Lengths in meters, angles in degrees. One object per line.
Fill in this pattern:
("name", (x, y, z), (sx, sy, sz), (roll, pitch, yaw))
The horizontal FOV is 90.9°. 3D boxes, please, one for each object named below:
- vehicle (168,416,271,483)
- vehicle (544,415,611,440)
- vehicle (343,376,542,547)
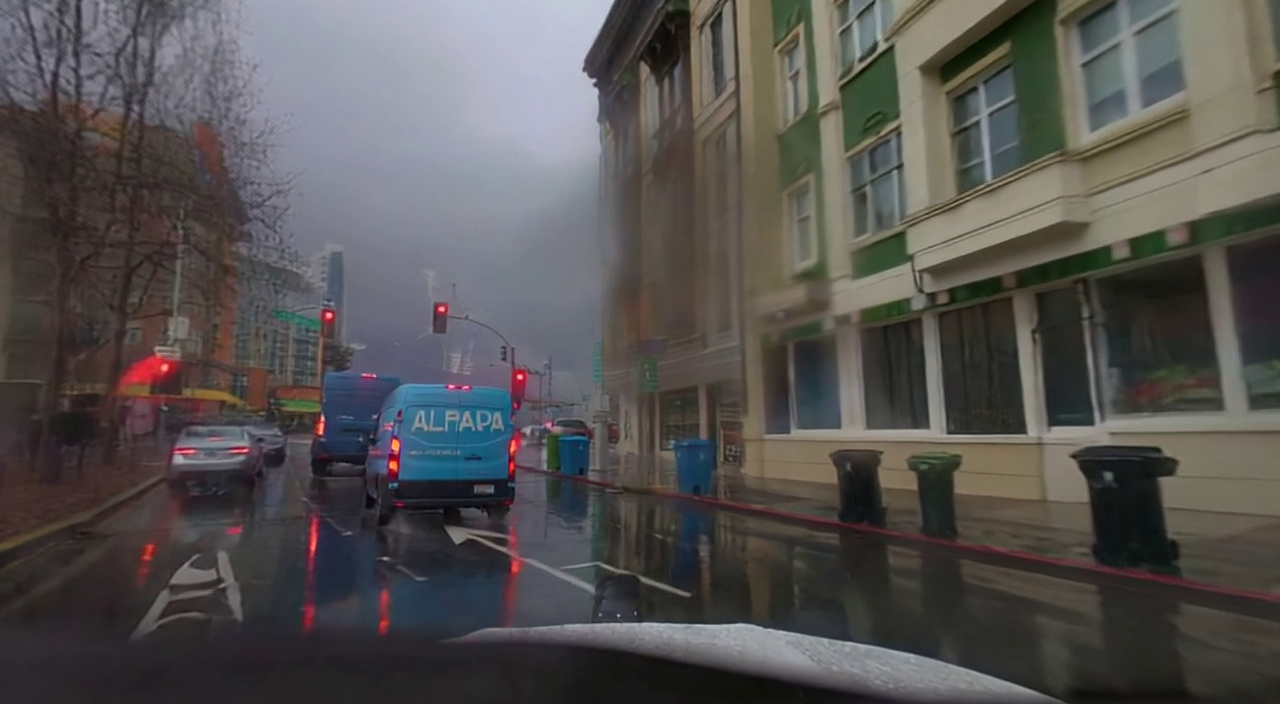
("vehicle", (-10.535, 2.436, 16.017), (1.841, 1.461, 3.426), (5, -9, -30))
("vehicle", (-4.055, 5.000, 41.378), (4.020, 1.572, 1.718), (5, -9, -34))
("vehicle", (-3.162, 1.538, 9.458), (1.951, 1.907, 4.266), (4, -9, -29))
